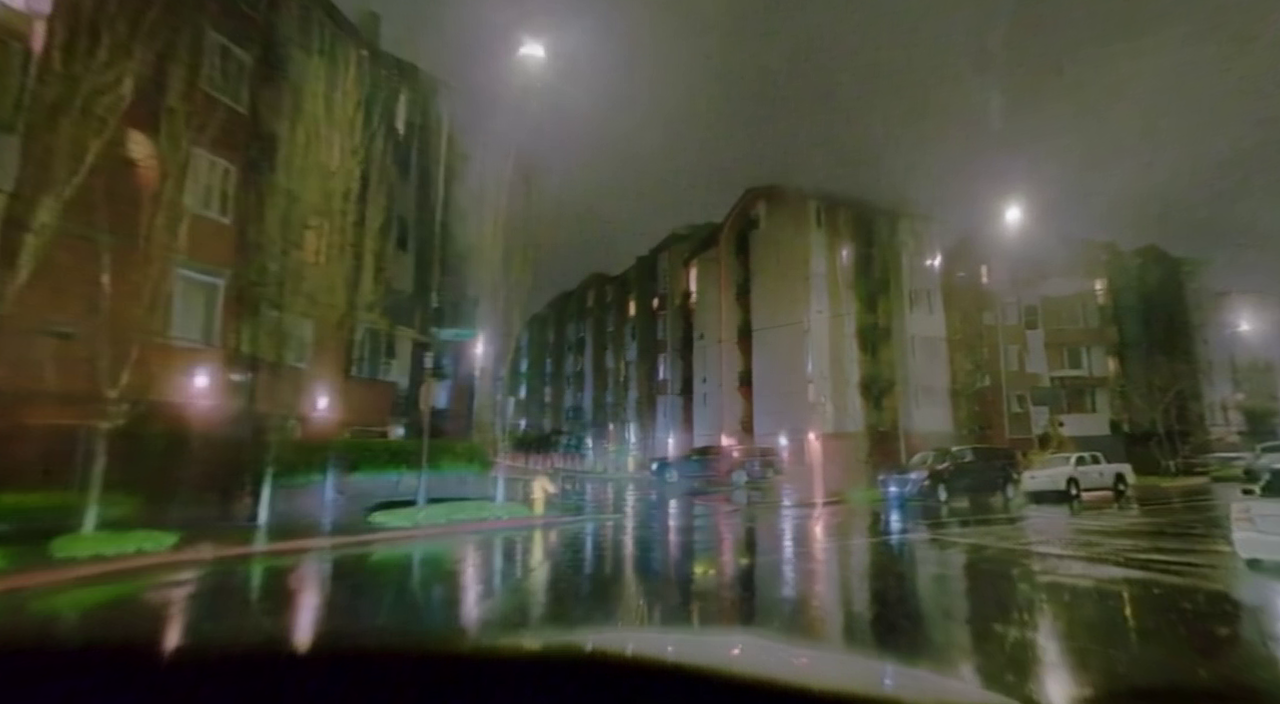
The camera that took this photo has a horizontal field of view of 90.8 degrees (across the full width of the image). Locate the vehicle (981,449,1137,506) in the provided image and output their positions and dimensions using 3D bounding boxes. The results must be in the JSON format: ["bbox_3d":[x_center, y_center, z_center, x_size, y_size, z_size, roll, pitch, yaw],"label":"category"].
[{"bbox_3d":[13.037,3.807,19.607,4.696,1.478,1.902,3,-10,-28],"label":"vehicle"}]

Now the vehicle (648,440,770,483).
[{"bbox_3d":[2.698,4.108,24.063,4.714,1.458,1.812,7,-11,-40],"label":"vehicle"}]

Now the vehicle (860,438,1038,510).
[{"bbox_3d":[8.530,3.277,17.403,4.584,1.744,1.946,4,-10,-27],"label":"vehicle"}]
